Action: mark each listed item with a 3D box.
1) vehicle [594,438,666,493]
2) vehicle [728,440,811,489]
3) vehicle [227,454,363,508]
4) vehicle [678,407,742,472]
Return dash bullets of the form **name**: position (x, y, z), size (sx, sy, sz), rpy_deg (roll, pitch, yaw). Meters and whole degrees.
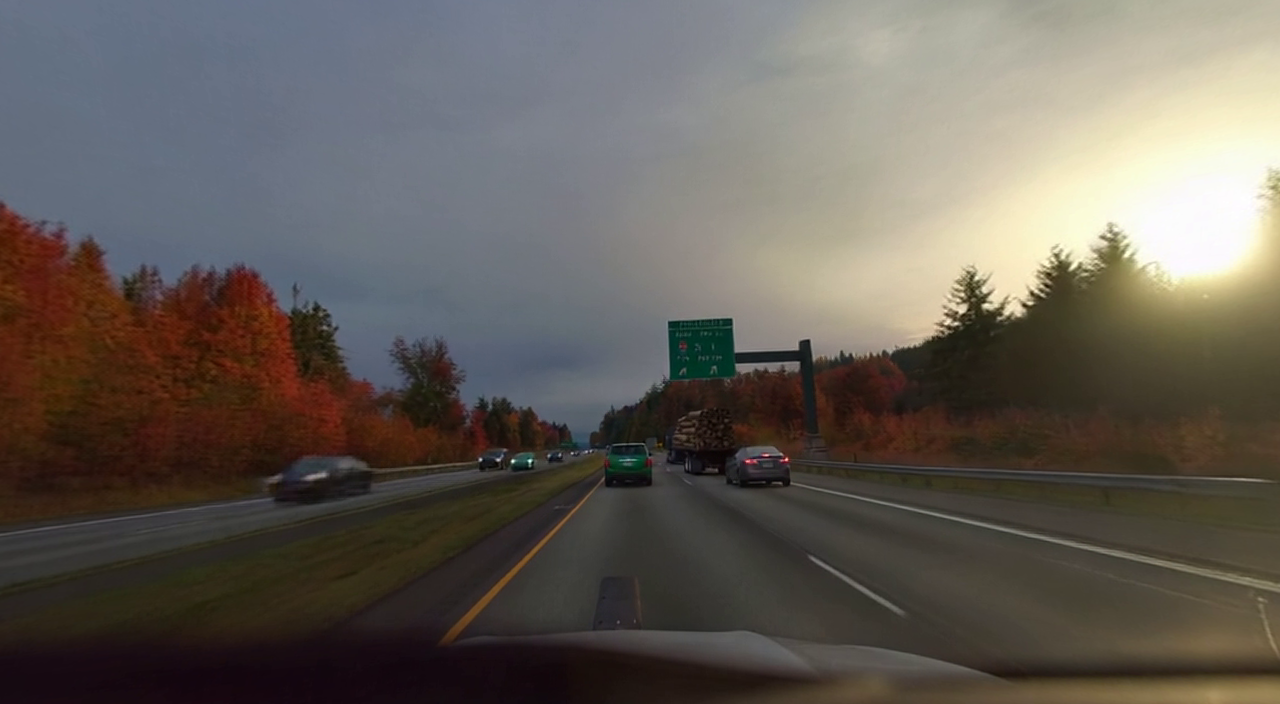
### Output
- **vehicle**: position (-0.348, 3.872, 21.669), size (2.263, 1.699, 3.936), rpy_deg (0, -9, -1)
- **vehicle**: position (4.780, 4.231, 23.912), size (2.057, 1.660, 4.525), rpy_deg (0, -9, -2)
- **vehicle**: position (-12.456, 4.646, 23.111), size (2.191, 1.683, 4.795), rpy_deg (-1, -9, 1)
- **vehicle**: position (4.524, 5.965, 42.286), size (3.125, 3.895, 8.461), rpy_deg (0, -9, -1)
